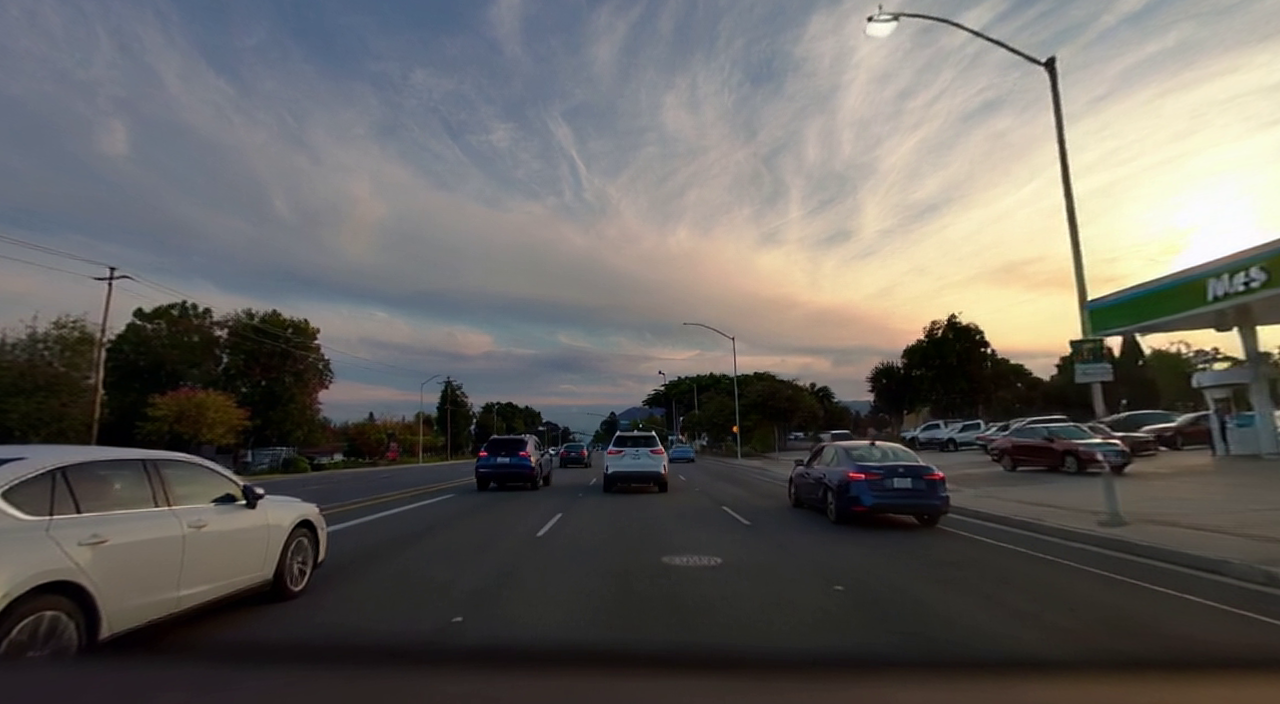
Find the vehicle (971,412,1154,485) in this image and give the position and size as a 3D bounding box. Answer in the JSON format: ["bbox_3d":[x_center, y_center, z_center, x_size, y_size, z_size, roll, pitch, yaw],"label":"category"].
[{"bbox_3d":[11.631,2.724,17.896,1.918,1.765,4.668,0,-8,0],"label":"vehicle"}]

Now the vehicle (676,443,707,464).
[{"bbox_3d":[3.758,7.499,46.809,1.926,1.522,3.852,0,-8,-1],"label":"vehicle"}]

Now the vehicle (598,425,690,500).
[{"bbox_3d":[0.071,3.036,17.740,2.279,1.803,4.254,0,-8,-1],"label":"vehicle"}]

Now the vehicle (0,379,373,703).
[{"bbox_3d":[-3.566,1.137,4.132,1.864,1.574,4.031,0,-8,0],"label":"vehicle"}]

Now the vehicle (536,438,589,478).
[{"bbox_3d":[-3.449,4.780,28.809,1.871,1.673,3.920,0,-8,0],"label":"vehicle"}]

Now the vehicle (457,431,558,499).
[{"bbox_3d":[-3.639,3.175,18.162,1.932,1.695,4.150,0,-8,1],"label":"vehicle"}]

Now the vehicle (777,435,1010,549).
[{"bbox_3d":[3.826,2.169,10.598,1.888,1.456,4.589,0,-8,-2],"label":"vehicle"}]
